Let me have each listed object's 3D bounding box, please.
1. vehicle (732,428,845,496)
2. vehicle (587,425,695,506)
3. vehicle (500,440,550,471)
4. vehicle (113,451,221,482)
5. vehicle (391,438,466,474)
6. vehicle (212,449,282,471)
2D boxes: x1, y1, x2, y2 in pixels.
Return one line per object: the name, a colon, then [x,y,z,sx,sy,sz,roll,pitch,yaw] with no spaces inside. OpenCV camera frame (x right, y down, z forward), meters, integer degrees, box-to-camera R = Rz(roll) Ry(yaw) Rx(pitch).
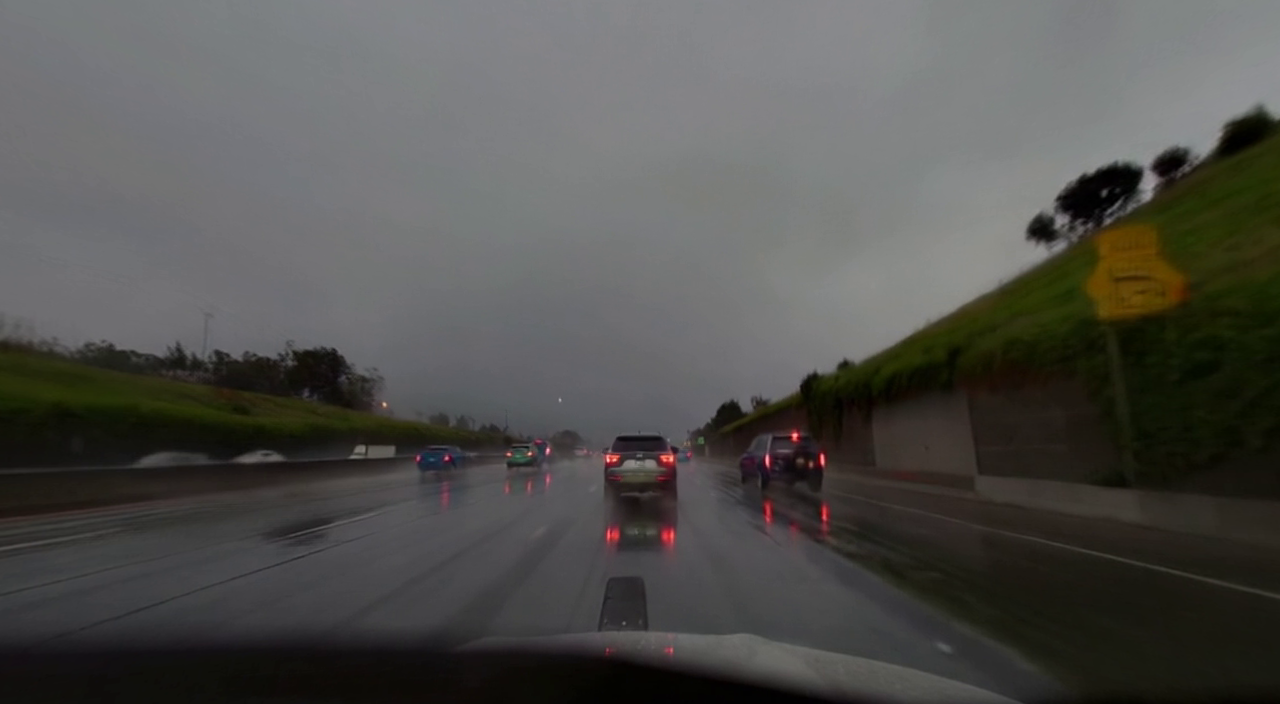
vehicle: [4.494,3.469,20.286,2.204,1.852,5.845,0,-9,0]
vehicle: [0.049,2.911,16.532,2.447,1.804,4.273,0,-9,1]
vehicle: [-6.768,6.159,37.592,2.024,1.706,4.462,0,-9,1]
vehicle: [-24.444,5.909,32.819,2.145,1.448,4.370,0,-9,1]
vehicle: [-11.199,5.550,33.891,2.223,1.781,5.098,0,-9,1]
vehicle: [-28.449,7.803,45.854,1.952,1.536,4.862,0,-9,1]
